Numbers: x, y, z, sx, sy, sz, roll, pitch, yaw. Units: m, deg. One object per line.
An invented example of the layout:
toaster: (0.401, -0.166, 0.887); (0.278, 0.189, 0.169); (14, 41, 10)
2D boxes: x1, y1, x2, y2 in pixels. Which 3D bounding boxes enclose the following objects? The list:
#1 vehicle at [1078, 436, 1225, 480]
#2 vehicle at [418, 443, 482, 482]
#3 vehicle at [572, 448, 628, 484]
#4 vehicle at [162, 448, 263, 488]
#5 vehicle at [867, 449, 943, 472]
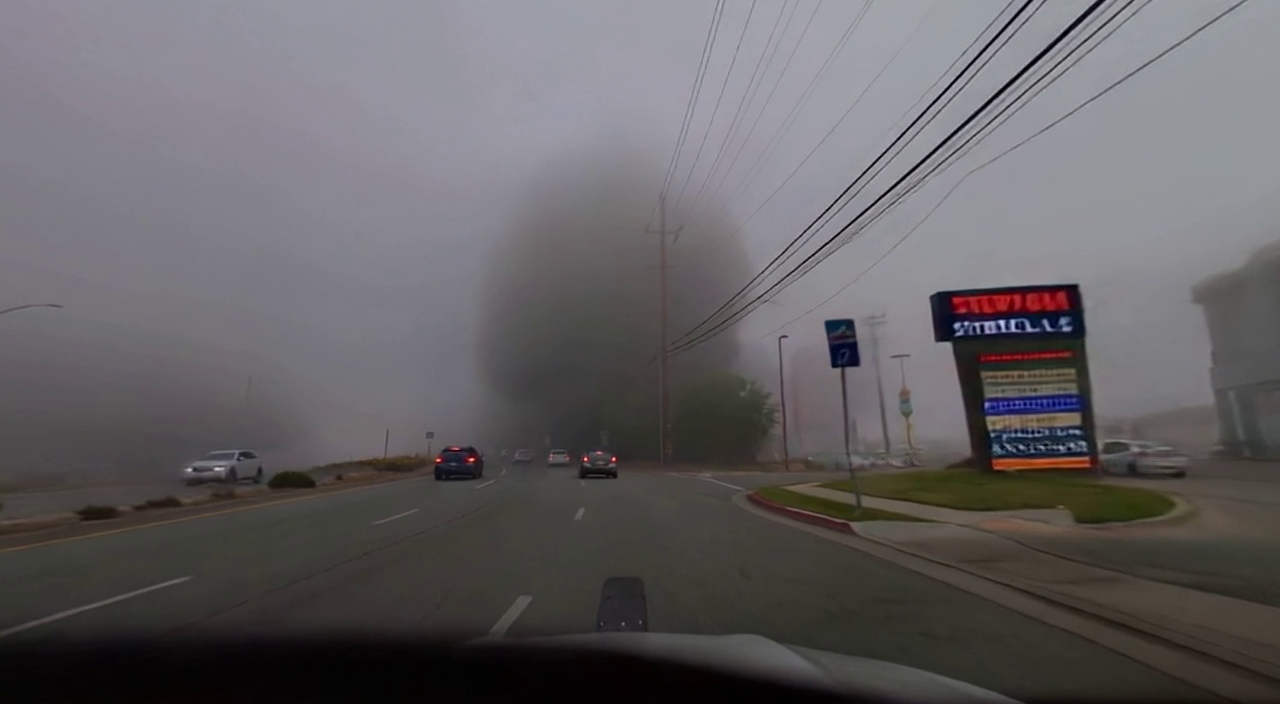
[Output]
vehicle: (19.083, 3.953, 23.858); (1.795, 1.485, 4.601); (0, -9, 2)
vehicle: (-9.146, 5.320, 30.705); (2.195, 1.752, 4.515); (1, -9, -7)
vehicle: (-1.894, 5.049, 28.298); (2.130, 1.476, 4.453); (1, -9, -8)
vehicle: (-23.065, 6.220, 34.384); (2.258, 1.960, 5.783); (1, -9, -10)
vehicle: (19.602, 8.035, 46.856); (4.834, 1.495, 1.785); (1, -9, 3)
